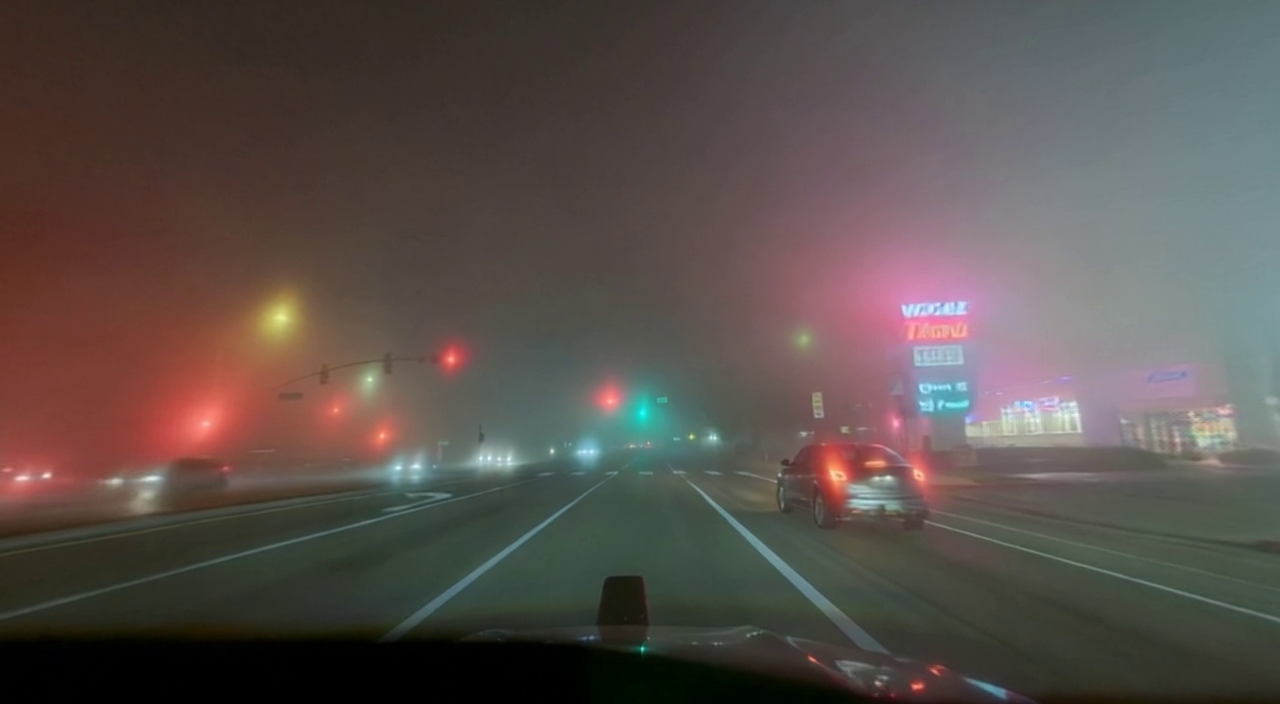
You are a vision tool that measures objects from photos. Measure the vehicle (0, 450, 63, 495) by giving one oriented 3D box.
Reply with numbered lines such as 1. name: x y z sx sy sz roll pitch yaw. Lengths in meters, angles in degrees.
1. vehicle: -31.406 5.864 30.984 5.673 2.029 2.390 -4 -9 27

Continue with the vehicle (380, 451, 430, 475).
1. vehicle: -17.707 8.362 47.738 1.899 1.615 4.784 -1 -8 1

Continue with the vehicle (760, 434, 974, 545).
1. vehicle: 3.535 2.214 10.974 1.870 1.467 4.800 0 -8 -1

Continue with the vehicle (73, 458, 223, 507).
1. vehicle: -17.699 4.659 22.981 1.961 1.500 4.291 0 -8 0
